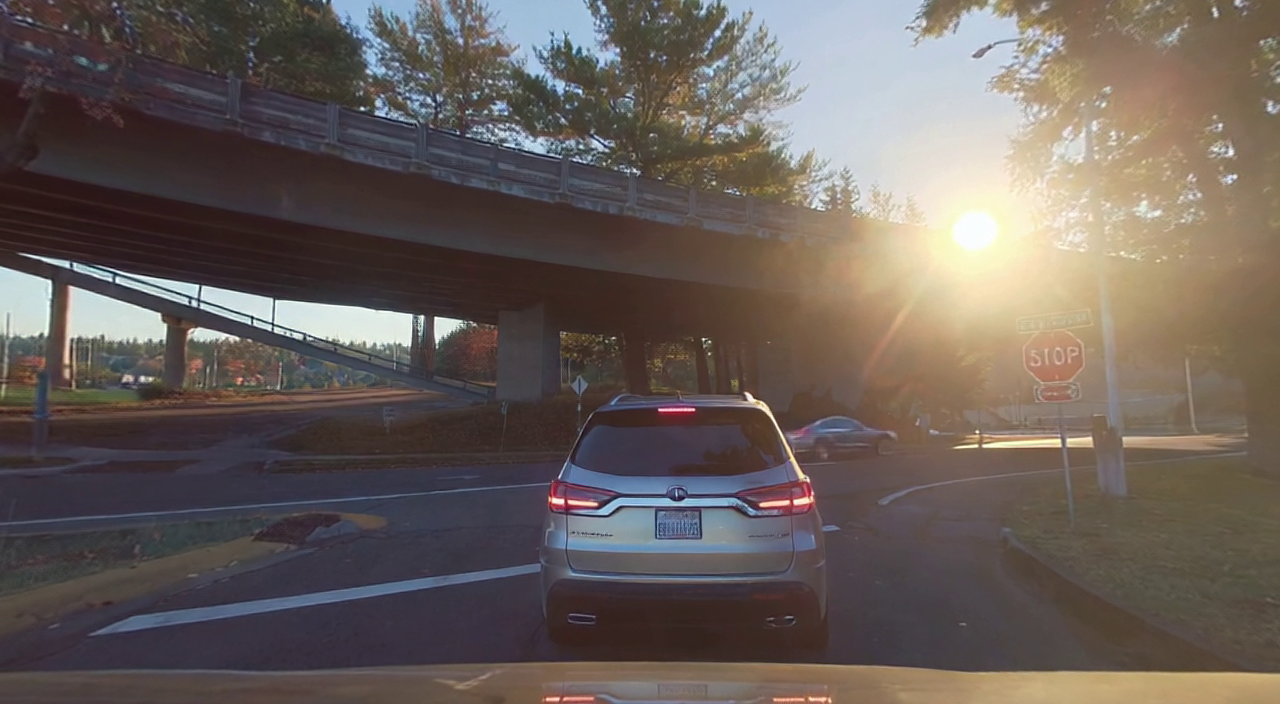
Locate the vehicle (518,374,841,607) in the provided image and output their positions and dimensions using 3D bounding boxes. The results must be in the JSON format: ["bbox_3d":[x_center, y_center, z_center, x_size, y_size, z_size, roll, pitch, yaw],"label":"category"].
[{"bbox_3d":[0.312,1.399,7.142,2.494,1.804,4.336,0,-9,0],"label":"vehicle"}]
